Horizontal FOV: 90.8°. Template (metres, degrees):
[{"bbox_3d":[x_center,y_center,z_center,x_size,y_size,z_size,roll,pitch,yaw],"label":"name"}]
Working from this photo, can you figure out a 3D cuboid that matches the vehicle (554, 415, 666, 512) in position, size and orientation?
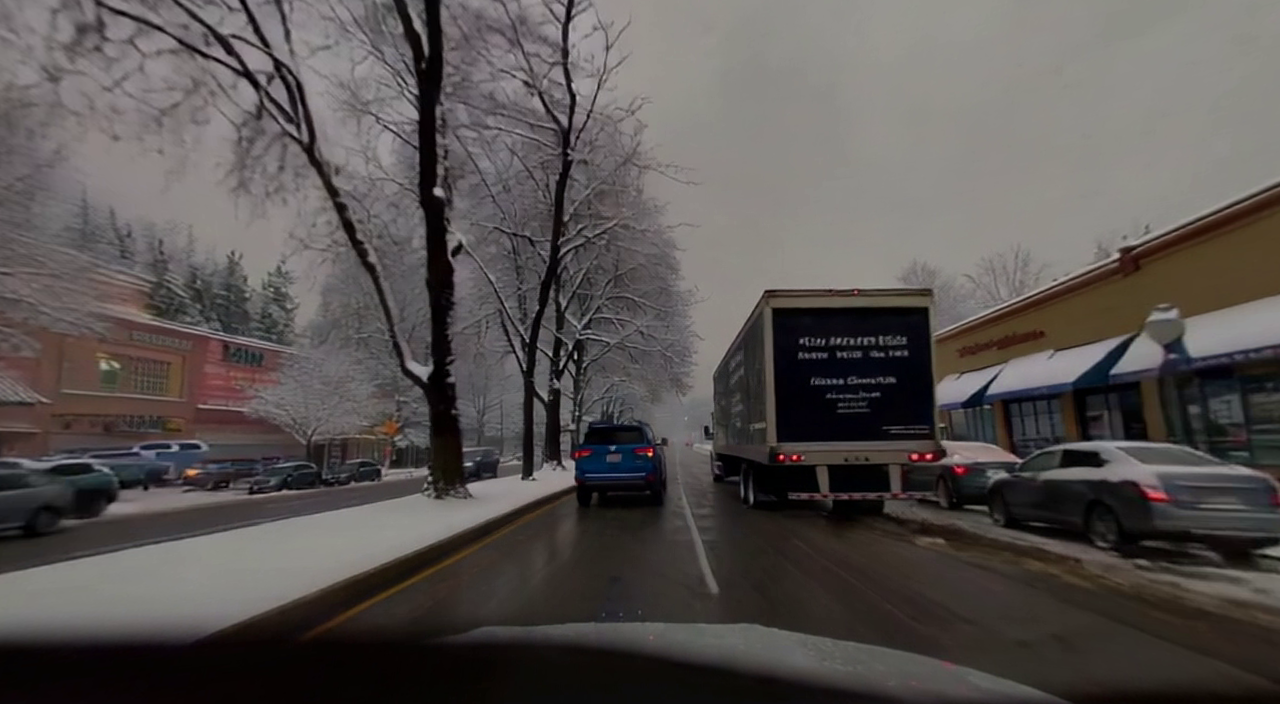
[{"bbox_3d":[-0.541,2.740,15.886,2.293,2.036,4.853,-1,-9,3],"label":"vehicle"}]

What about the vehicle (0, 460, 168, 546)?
[{"bbox_3d":[-12.310,2.963,12.744,1.966,1.442,4.466,-1,-9,3],"label":"vehicle"}]

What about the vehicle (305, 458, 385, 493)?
[{"bbox_3d":[-15.528,6.489,33.531,1.874,1.506,4.781,-5,-9,1],"label":"vehicle"}]

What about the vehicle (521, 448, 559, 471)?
[{"bbox_3d":[-7.327,7.934,46.864,1.937,1.641,4.575,-1,-9,2],"label":"vehicle"}]

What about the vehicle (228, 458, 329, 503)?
[{"bbox_3d":[-15.705,5.552,27.731,1.841,1.567,4.413,-5,-9,1],"label":"vehicle"}]

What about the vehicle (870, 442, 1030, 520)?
[{"bbox_3d":[7.173,2.978,15.190,1.739,1.582,4.282,0,-9,1],"label":"vehicle"}]

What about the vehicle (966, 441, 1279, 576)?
[{"bbox_3d":[6.855,2.111,9.379,1.929,1.522,4.158,-1,-9,3],"label":"vehicle"}]

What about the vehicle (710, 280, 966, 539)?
[{"bbox_3d":[3.879,1.864,16.734,3.007,4.206,12.913,0,-9,2],"label":"vehicle"}]

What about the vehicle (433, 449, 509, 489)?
[{"bbox_3d":[-7.122,4.962,27.130,2.056,1.534,4.645,0,-9,-1],"label":"vehicle"}]
